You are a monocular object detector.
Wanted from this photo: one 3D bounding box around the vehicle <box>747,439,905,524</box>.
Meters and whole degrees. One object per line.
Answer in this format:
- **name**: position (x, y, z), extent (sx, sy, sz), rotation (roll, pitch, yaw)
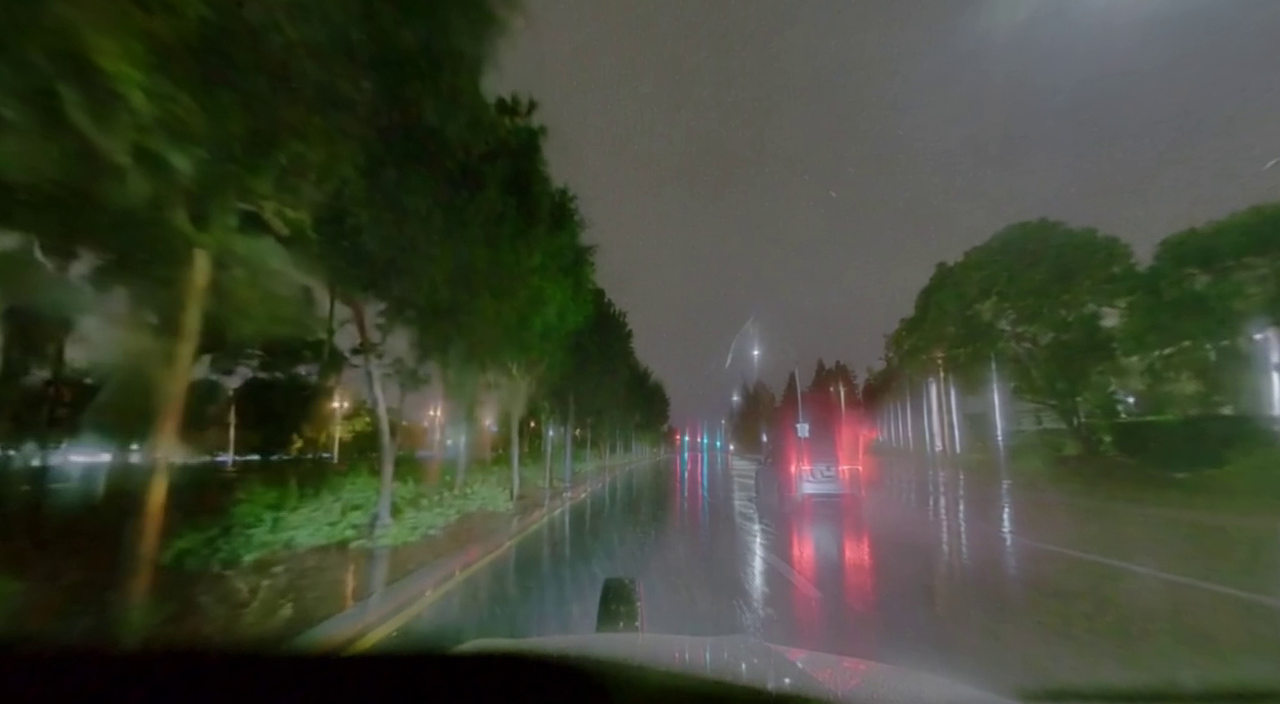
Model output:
- **vehicle**: position (3.680, 2.641, 13.492), extent (1.928, 1.481, 4.453), rotation (0, -9, -1)
